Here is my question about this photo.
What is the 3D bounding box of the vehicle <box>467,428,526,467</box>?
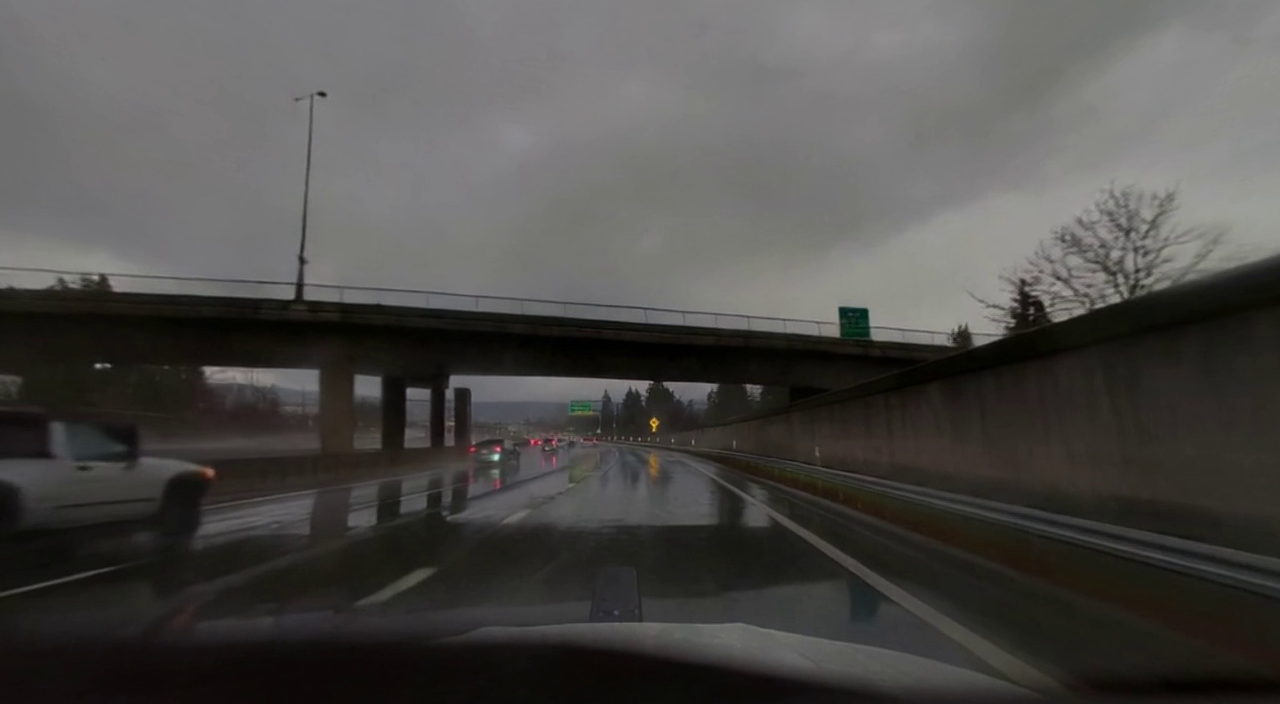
[{"bbox_3d":[-7.426,4.964,33.014,1.956,1.888,4.512,0,-8,1],"label":"vehicle"}]

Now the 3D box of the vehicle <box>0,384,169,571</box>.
[{"bbox_3d":[-7.660,1.256,6.211,2.188,1.896,4.810,0,-8,1],"label":"vehicle"}]
